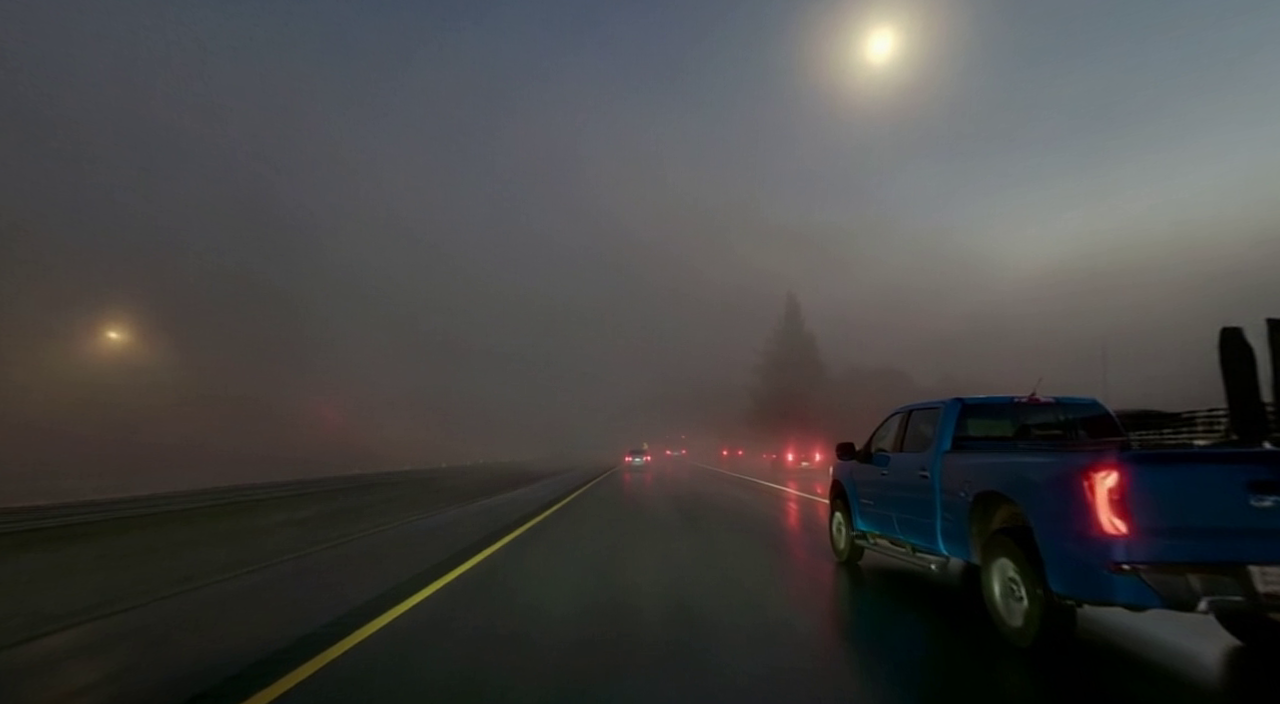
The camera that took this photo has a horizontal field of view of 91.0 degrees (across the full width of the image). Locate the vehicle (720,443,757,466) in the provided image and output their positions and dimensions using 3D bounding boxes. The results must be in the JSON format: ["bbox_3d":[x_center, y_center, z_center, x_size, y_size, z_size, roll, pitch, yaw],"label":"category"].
[{"bbox_3d":[7.683,8.033,49.616,2.189,1.704,4.521,0,-9,0],"label":"vehicle"}]

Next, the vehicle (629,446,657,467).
[{"bbox_3d":[0.238,7.820,47.343,2.030,1.473,3.926,0,-9,0],"label":"vehicle"}]

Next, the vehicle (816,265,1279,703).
[{"bbox_3d":[3.518,1.053,5.442,2.354,2.079,5.586,0,-9,0],"label":"vehicle"}]
